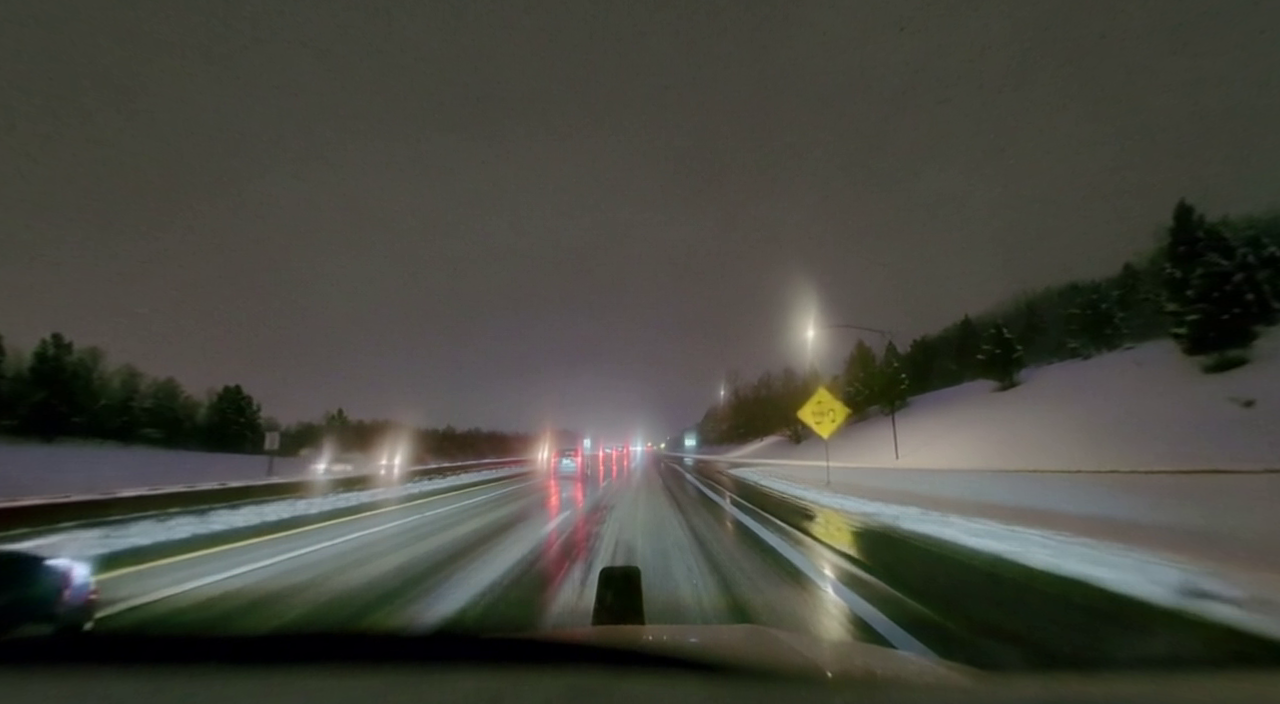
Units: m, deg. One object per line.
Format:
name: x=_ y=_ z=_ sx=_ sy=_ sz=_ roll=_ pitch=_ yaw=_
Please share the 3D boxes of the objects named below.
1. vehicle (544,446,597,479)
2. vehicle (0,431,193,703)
vehicle: x=-3.357 y=5.455 z=31.377 sx=2.044 sy=1.527 sz=4.607 roll=0 pitch=-9 yaw=1
vehicle: x=-3.957 y=0.951 z=1.824 sx=2.011 sy=1.481 sz=4.434 roll=0 pitch=-9 yaw=1
